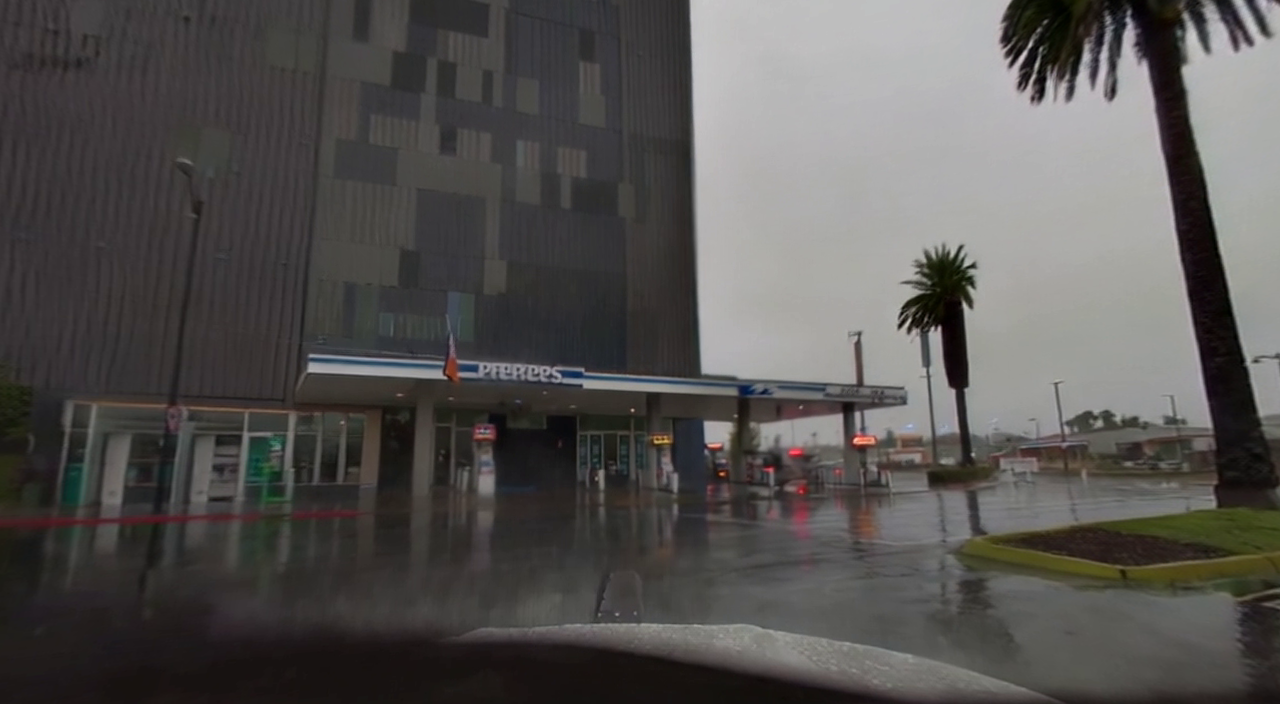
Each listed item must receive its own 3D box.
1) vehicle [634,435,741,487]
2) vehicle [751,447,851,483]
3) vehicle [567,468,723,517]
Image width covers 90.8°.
[{"bbox_3d":[2.726,6.221,36.152,5.524,2.504,2.196,7,-8,-20],"label":"vehicle"},{"bbox_3d":[11.887,8.309,46.478,7.026,2.329,2.545,5,-8,-24],"label":"vehicle"},{"bbox_3d":[0.186,4.527,20.685,4.782,1.371,1.763,4,-10,-25],"label":"vehicle"}]
